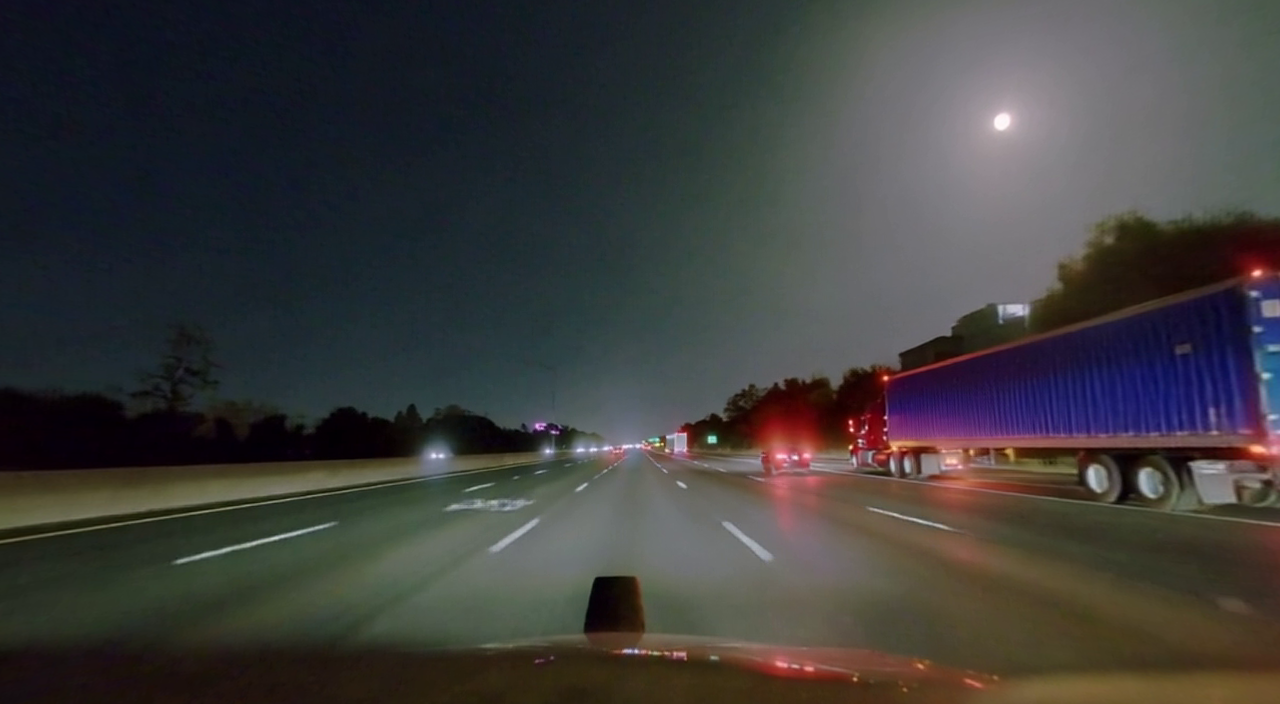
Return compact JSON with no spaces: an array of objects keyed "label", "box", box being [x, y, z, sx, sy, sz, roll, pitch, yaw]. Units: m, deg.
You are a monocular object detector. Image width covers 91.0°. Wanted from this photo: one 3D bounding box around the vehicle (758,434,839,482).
[{"label":"vehicle","box":[6.298,4.266,25.634,2.096,1.767,4.601,0,-9,0]}]
